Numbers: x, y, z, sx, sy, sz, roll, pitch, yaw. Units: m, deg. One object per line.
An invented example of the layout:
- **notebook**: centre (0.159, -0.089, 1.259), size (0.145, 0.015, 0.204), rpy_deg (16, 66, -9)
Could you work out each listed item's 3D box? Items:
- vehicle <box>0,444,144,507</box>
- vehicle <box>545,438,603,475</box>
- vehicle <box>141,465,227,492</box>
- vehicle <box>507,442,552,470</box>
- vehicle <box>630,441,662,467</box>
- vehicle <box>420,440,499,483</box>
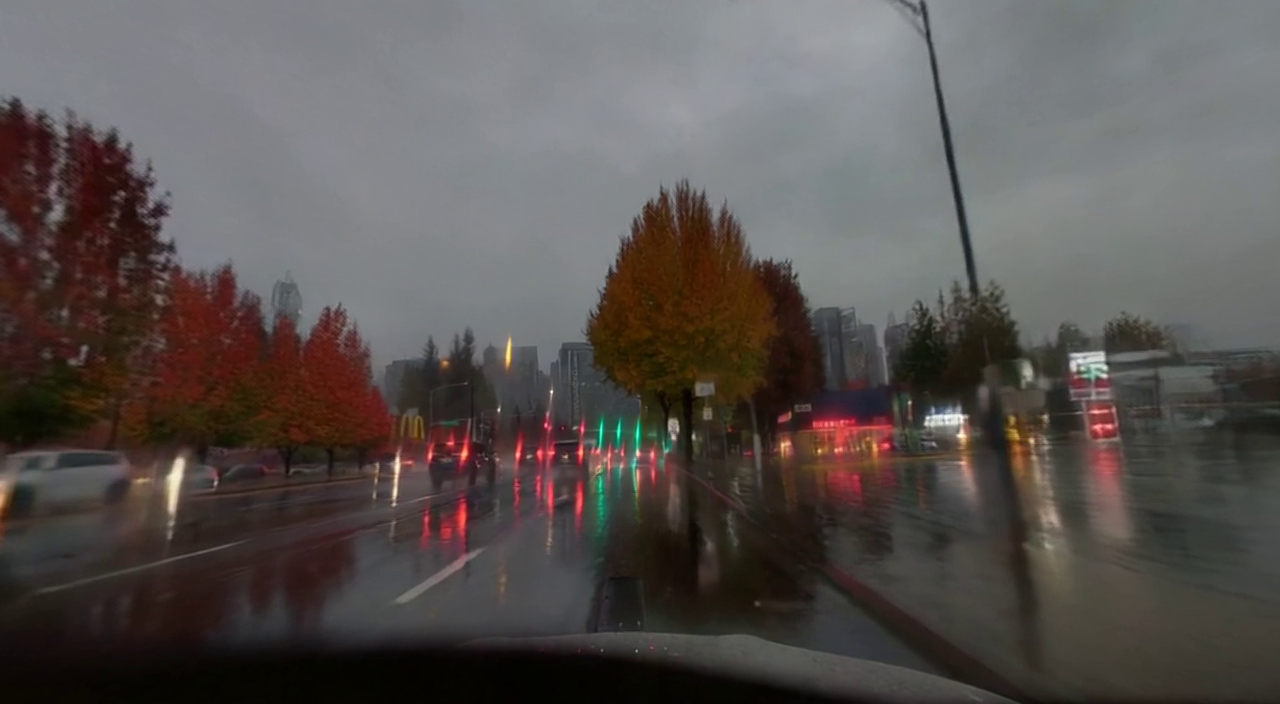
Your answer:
- **vehicle**: centre (-21.973, 4.469, 23.359), size (2.288, 2.026, 5.649), rpy_deg (0, -9, 3)
- **vehicle**: centre (-3.099, 5.040, 30.590), size (2.165, 1.663, 4.513), rpy_deg (0, -9, 1)
- **vehicle**: centre (-33.294, 9.202, 46.173), size (2.096, 1.699, 4.912), rpy_deg (-1, -9, 10)
- **vehicle**: centre (-7.266, 6.871, 41.829), size (2.069, 1.719, 4.441), rpy_deg (0, -9, 2)
- **vehicle**: centre (0.378, 7.131, 44.271), size (2.144, 1.704, 4.028), rpy_deg (1, -9, -1)
- **vehicle**: centre (-7.393, 4.506, 26.266), size (1.932, 1.596, 4.247), rpy_deg (0, -9, 2)
